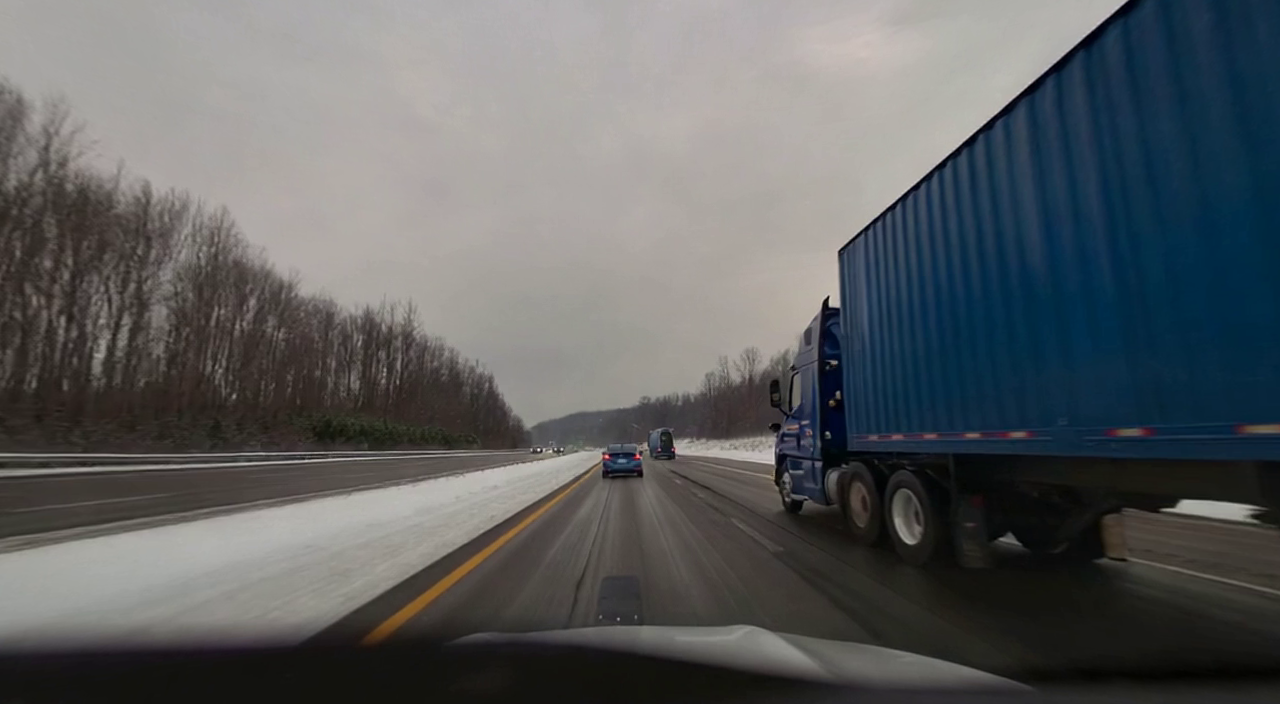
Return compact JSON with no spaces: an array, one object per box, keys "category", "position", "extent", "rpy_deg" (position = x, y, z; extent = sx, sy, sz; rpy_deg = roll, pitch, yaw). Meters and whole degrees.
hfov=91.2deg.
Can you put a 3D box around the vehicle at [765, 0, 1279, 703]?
[{"category":"vehicle","position":[3.766,-0.234,3.541],"extent":[2.907,4.022,15.028],"rpy_deg":[0,-9,0]}]

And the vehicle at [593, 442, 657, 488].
[{"category":"vehicle","position":[-0.523,4.074,22.875],"extent":[2.099,1.506,4.097],"rpy_deg":[0,-9,-1]}]
